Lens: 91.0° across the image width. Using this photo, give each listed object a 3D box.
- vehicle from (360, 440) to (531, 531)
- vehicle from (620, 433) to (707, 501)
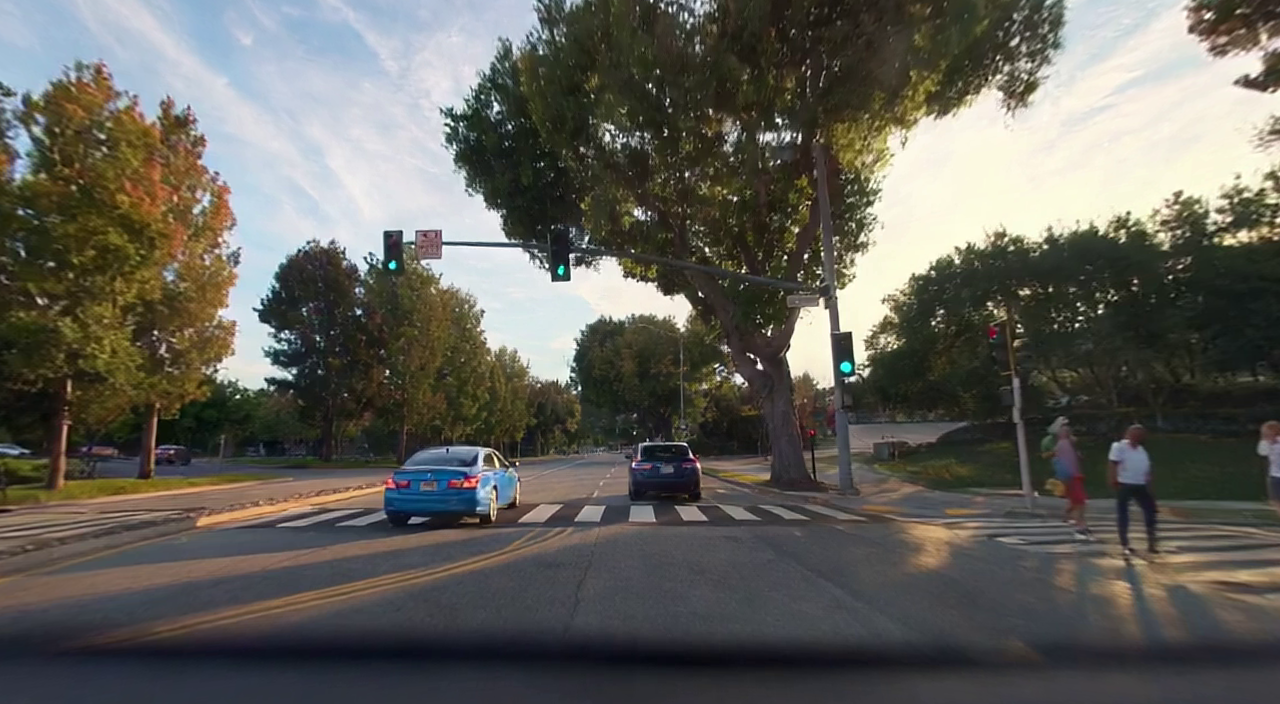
[{"bbox_3d":[-3.506,2.468,12.270,2.036,1.447,4.044,0,-8,0],"label":"vehicle"},{"bbox_3d":[0.563,3.417,19.165,2.215,1.799,4.426,0,-8,-3],"label":"vehicle"}]
